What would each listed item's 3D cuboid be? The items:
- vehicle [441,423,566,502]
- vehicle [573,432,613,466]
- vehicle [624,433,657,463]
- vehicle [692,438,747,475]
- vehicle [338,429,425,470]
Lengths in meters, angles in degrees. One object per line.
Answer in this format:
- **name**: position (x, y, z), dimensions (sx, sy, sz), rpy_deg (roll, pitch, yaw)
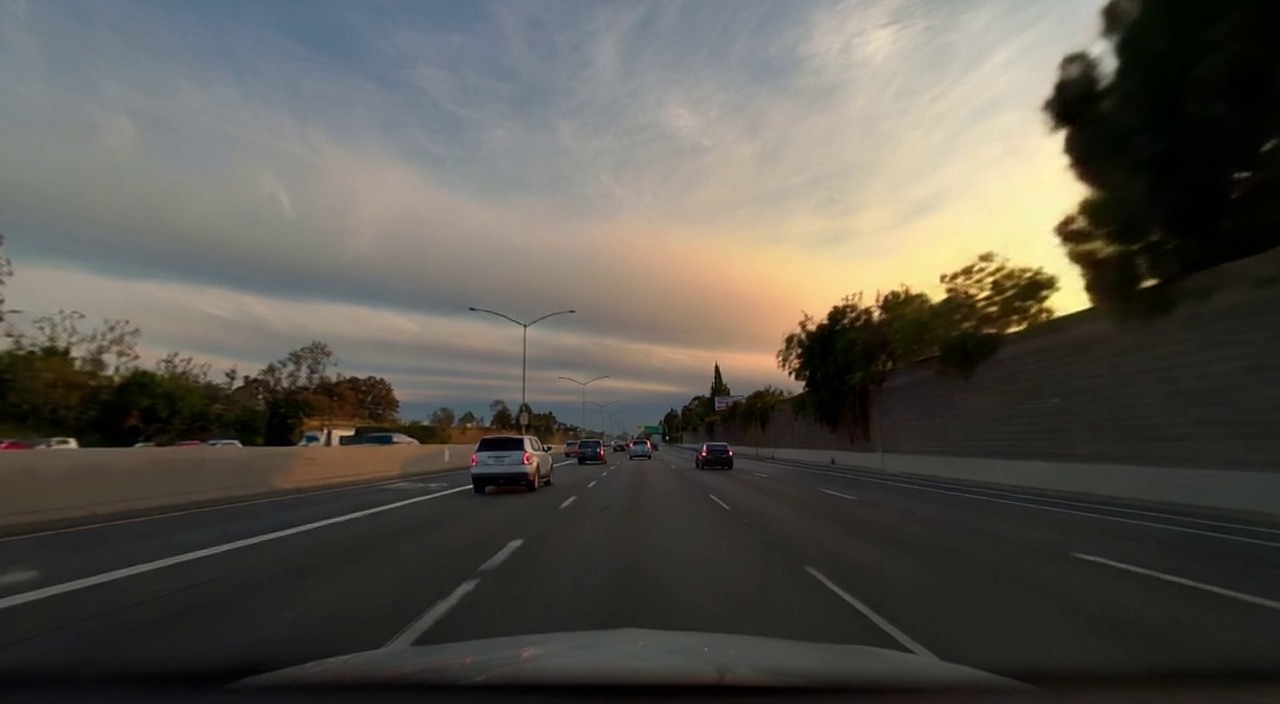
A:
- **vehicle**: position (-3.503, 2.979, 17.490), dimensions (2.184, 1.819, 5.441), rpy_deg (0, -8, 1)
- **vehicle**: position (-3.176, 6.692, 43.583), dimensions (2.378, 2.214, 4.352), rpy_deg (0, -8, 0)
- **vehicle**: position (0.037, 7.454, 48.949), dimensions (2.485, 2.215, 5.199), rpy_deg (0, -8, 0)
- **vehicle**: position (4.060, 5.425, 32.945), dimensions (2.224, 1.752, 4.487), rpy_deg (0, -8, -1)
- **vehicle**: position (-17.423, 6.649, 43.037), dimensions (2.877, 2.497, 7.068), rpy_deg (0, -8, 1)
